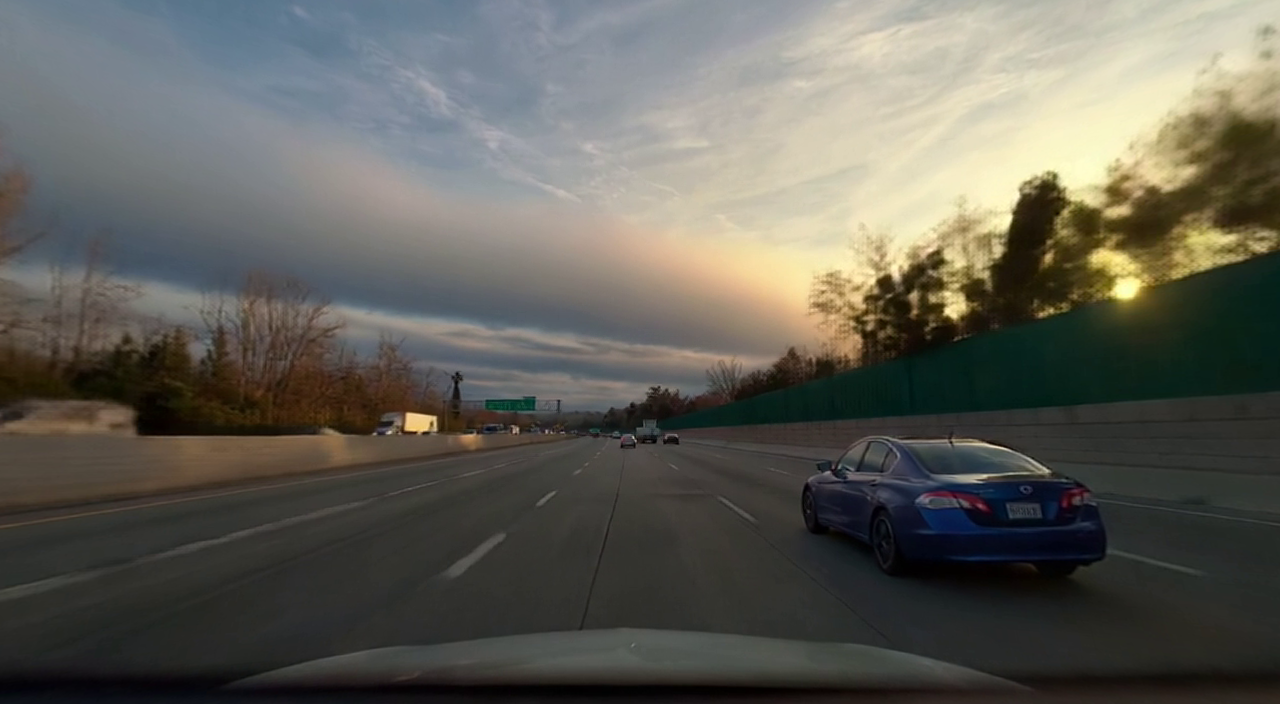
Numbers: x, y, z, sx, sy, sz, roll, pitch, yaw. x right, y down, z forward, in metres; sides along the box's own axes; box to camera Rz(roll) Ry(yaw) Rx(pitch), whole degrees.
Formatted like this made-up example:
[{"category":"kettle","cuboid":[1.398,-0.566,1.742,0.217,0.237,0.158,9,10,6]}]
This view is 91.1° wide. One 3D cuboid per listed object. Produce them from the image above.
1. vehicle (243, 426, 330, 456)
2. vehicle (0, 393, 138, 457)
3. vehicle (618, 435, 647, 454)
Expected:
[{"category":"vehicle","cuboid":[-18.477,4.684,33.146,1.896,1.484,4.705,0,-8,0]},{"category":"vehicle","cuboid":[-26.308,3.361,28.439,2.310,2.581,5.922,0,-8,-1]},{"category":"vehicle","cuboid":[-0.643,7.216,49.104,2.121,1.445,4.187,0,-8,-2]}]
